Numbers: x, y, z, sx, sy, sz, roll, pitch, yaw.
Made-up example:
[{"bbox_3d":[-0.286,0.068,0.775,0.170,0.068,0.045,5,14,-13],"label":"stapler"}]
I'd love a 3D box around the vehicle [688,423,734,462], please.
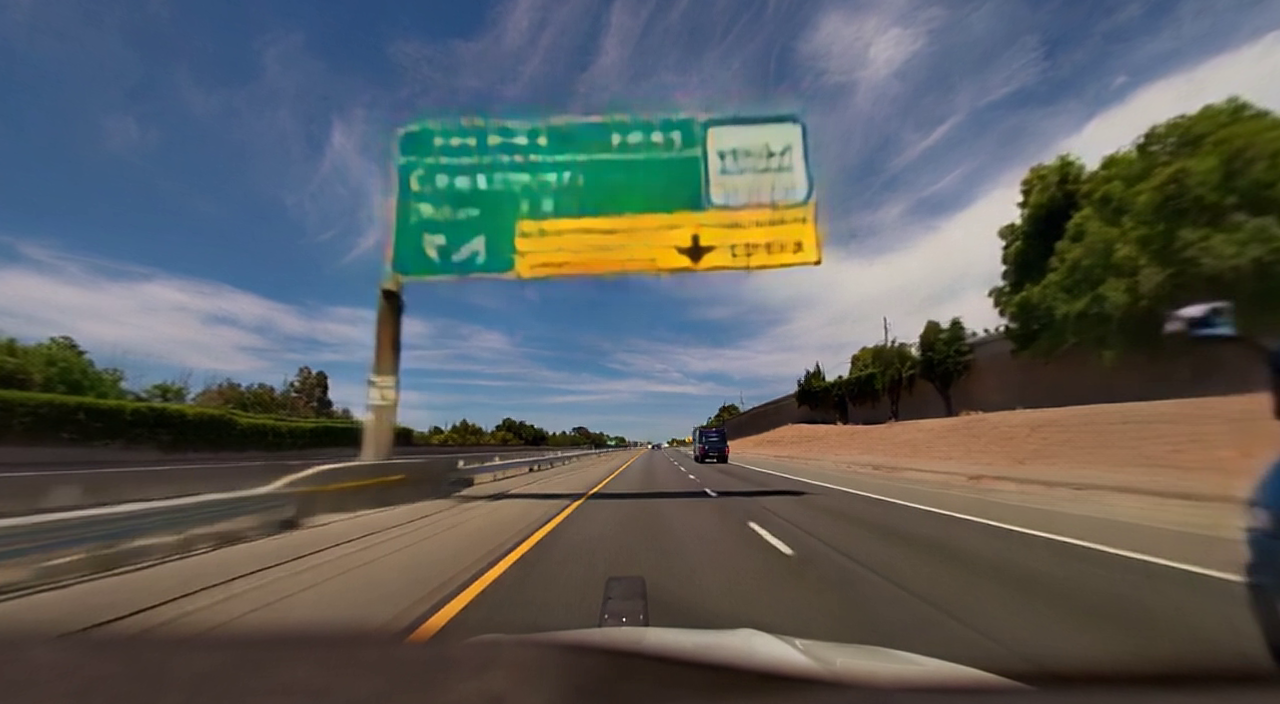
[{"bbox_3d":[4.788,6.227,43.373,2.430,2.495,6.062,0,-8,0],"label":"vehicle"}]
